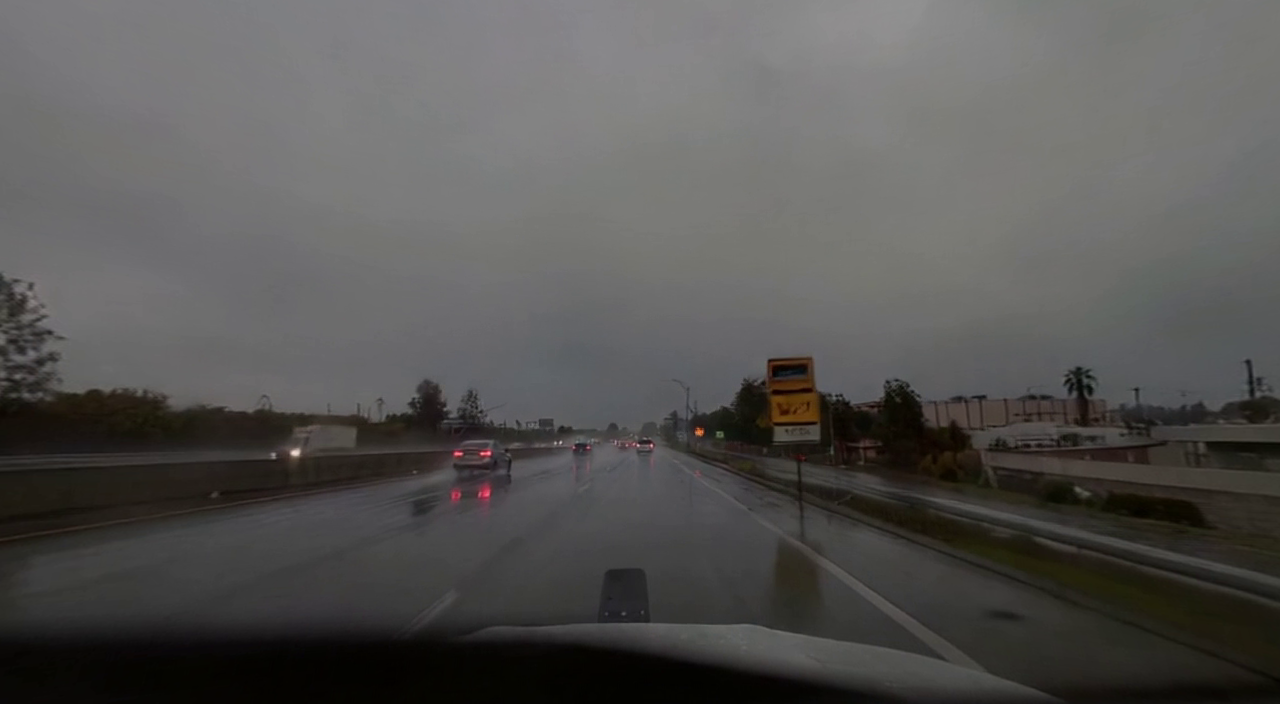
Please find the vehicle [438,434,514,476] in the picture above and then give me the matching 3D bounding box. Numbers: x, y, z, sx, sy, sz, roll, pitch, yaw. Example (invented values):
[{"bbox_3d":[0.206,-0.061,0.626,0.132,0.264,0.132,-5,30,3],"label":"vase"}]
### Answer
[{"bbox_3d":[-7.125,4.511,27.888,2.088,1.678,4.426,0,-8,1],"label":"vehicle"}]
